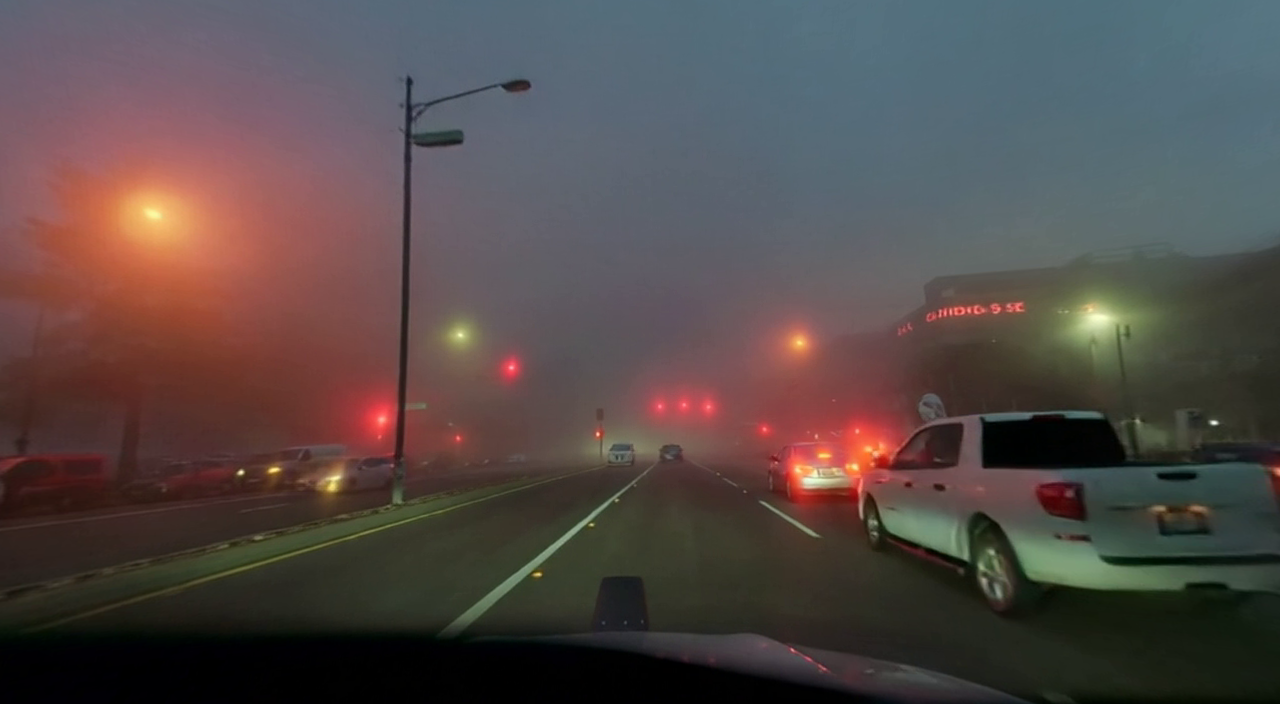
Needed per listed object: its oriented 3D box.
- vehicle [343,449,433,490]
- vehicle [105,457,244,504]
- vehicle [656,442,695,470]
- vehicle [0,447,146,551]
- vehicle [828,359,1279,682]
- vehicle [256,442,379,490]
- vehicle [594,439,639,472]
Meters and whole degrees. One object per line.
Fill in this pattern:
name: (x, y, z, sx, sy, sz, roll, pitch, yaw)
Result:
vehicle: (-10.157, 4.732, 25.745, 1.884, 1.456, 4.356, 0, -8, 0)
vehicle: (-16.988, 4.660, 23.340, 1.804, 1.437, 4.560, 0, -8, -2)
vehicle: (2.016, 5.853, 35.662, 2.059, 1.477, 3.988, -1, -8, 4)
vehicle: (-10.759, 2.302, 9.959, 2.047, 1.572, 4.472, -1, -8, 4)
vehicle: (3.608, 1.293, 6.041, 2.282, 1.797, 4.924, -1, -8, 3)
vehicle: (-14.134, 5.005, 28.153, 2.337, 1.895, 5.872, 0, -8, 1)
vehicle: (-1.232, 5.829, 35.706, 2.057, 1.678, 4.639, -1, -8, 4)
